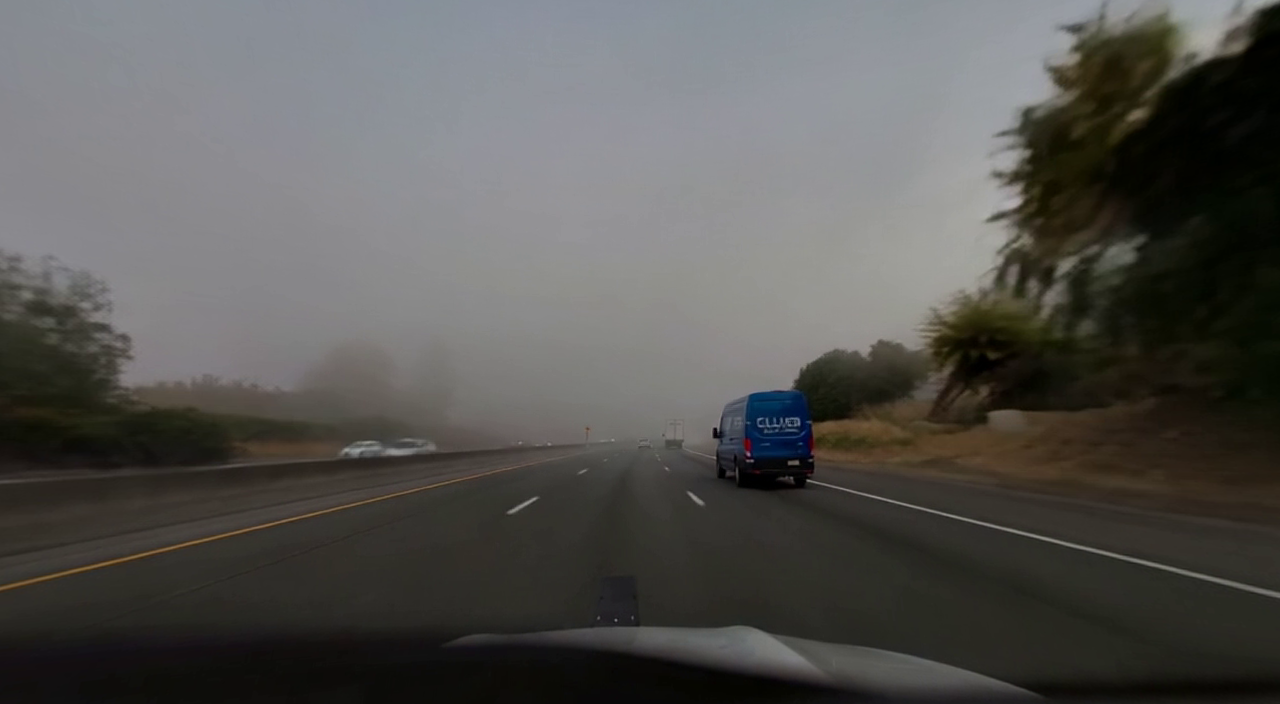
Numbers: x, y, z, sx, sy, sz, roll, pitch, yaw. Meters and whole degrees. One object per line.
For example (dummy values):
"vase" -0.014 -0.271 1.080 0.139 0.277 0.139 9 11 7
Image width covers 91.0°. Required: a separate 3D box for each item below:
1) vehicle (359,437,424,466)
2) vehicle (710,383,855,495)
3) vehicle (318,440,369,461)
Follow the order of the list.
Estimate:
"vehicle" -14.006 5.612 35.773 1.965 1.529 4.212 0 -8 0
"vehicle" 3.602 2.392 17.360 2.485 2.562 5.535 0 -8 -2
"vehicle" -21.788 7.210 46.354 1.803 1.472 3.887 -1 -8 1
